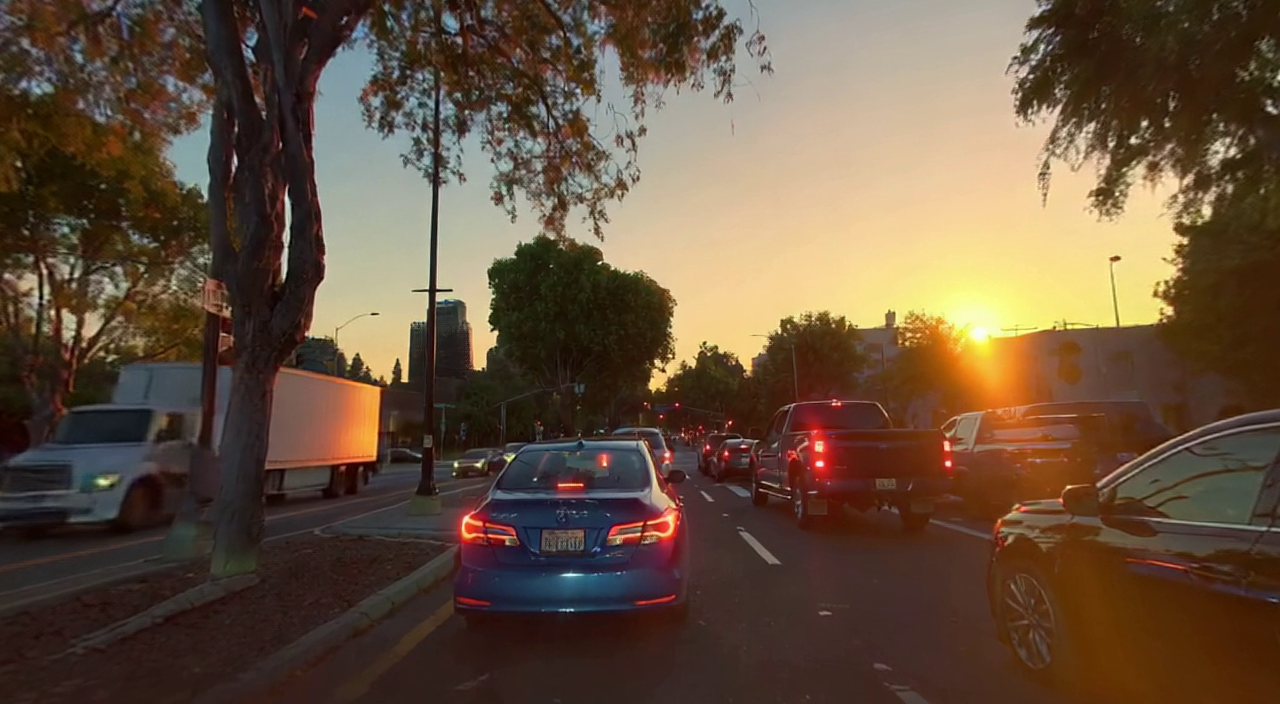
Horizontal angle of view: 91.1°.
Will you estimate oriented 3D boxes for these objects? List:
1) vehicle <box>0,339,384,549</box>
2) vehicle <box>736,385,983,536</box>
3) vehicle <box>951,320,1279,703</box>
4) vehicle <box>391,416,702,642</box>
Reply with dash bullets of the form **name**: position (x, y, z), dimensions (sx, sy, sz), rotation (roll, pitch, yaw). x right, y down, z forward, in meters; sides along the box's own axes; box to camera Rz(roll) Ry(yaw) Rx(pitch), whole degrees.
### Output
- **vehicle**: position (-8.992, 2.030, 14.023), dimensions (2.931, 3.265, 8.387), rotation (0, -9, 0)
- **vehicle**: position (3.503, 1.944, 11.707), dimensions (2.444, 2.098, 5.766), rotation (0, -8, -1)
- **vehicle**: position (3.154, 0.750, 2.082), dimensions (1.982, 1.709, 4.427), rotation (0, -9, 1)
- **vehicle**: position (-0.586, 1.500, 6.334), dimensions (2.111, 1.506, 4.018), rotation (0, -9, 1)
